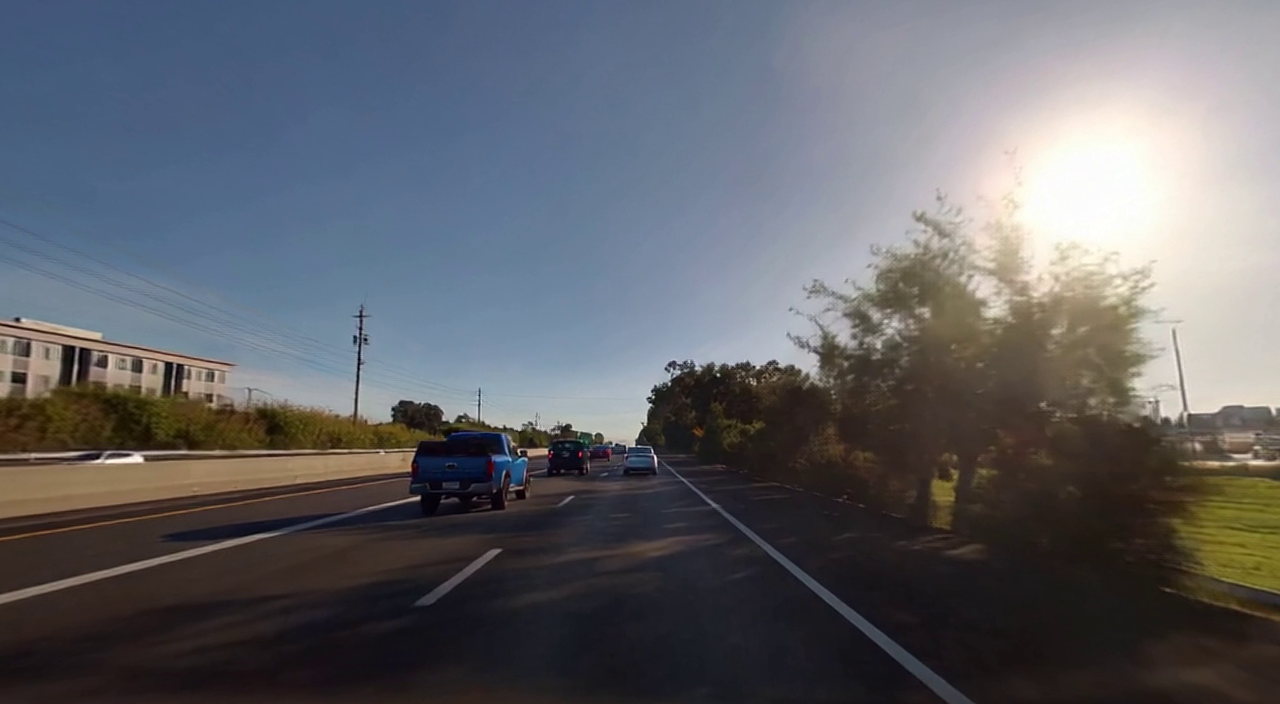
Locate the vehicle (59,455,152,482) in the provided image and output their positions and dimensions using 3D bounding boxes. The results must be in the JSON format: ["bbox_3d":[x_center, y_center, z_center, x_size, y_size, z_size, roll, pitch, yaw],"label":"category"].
[{"bbox_3d":[-35.234,7.663,41.751,1.947,1.634,4.710,0,-8,0],"label":"vehicle"}]

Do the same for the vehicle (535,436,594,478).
[{"bbox_3d":[-3.451,4.917,29.730,2.133,1.789,4.518,-1,-8,1],"label":"vehicle"}]

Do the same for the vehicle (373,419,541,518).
[{"bbox_3d":[-3.916,2.621,14.755,2.198,1.848,5.346,-1,-8,1],"label":"vehicle"}]

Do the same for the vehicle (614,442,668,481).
[{"bbox_3d":[0.000,4.474,26.026,2.047,1.473,3.978,0,-8,-1],"label":"vehicle"}]
